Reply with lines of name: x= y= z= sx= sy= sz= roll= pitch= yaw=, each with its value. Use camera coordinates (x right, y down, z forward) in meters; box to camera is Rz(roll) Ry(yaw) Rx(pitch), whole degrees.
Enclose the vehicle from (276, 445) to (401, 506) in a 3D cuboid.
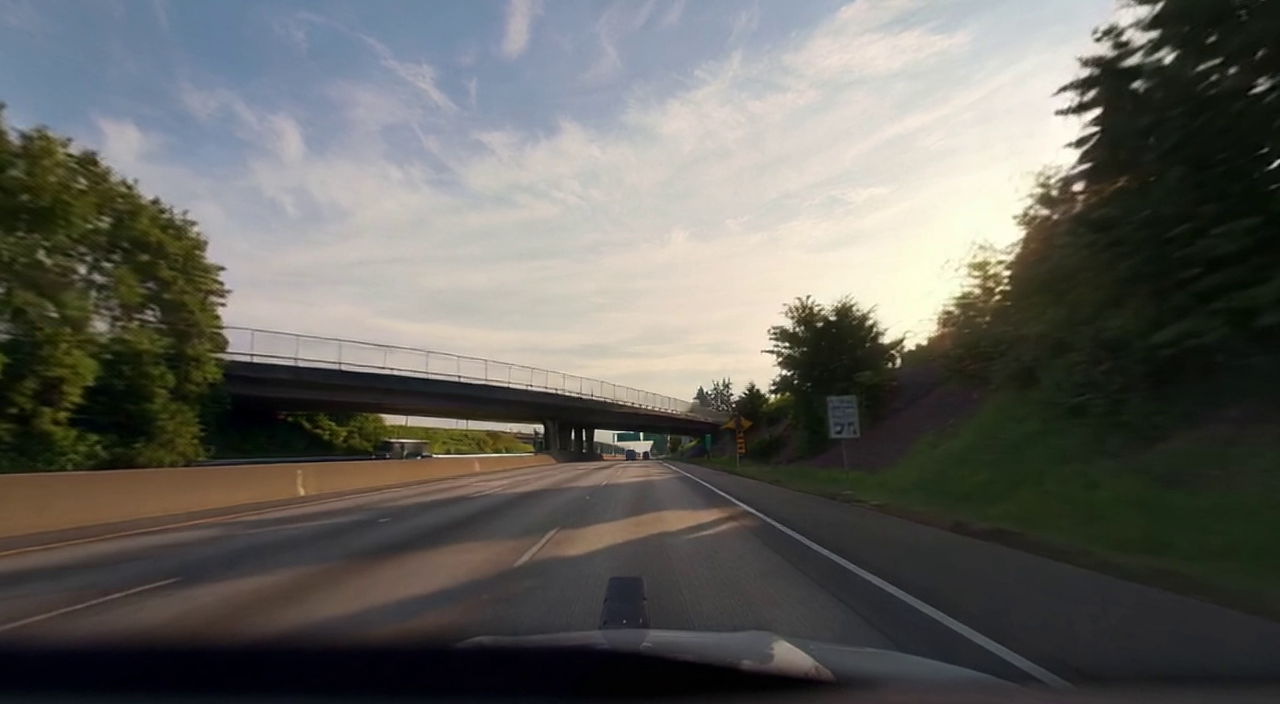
vehicle: x=-21.233 y=8.617 z=45.642 sx=2.858 sy=3.768 sz=11.969 roll=0 pitch=-8 yaw=2
